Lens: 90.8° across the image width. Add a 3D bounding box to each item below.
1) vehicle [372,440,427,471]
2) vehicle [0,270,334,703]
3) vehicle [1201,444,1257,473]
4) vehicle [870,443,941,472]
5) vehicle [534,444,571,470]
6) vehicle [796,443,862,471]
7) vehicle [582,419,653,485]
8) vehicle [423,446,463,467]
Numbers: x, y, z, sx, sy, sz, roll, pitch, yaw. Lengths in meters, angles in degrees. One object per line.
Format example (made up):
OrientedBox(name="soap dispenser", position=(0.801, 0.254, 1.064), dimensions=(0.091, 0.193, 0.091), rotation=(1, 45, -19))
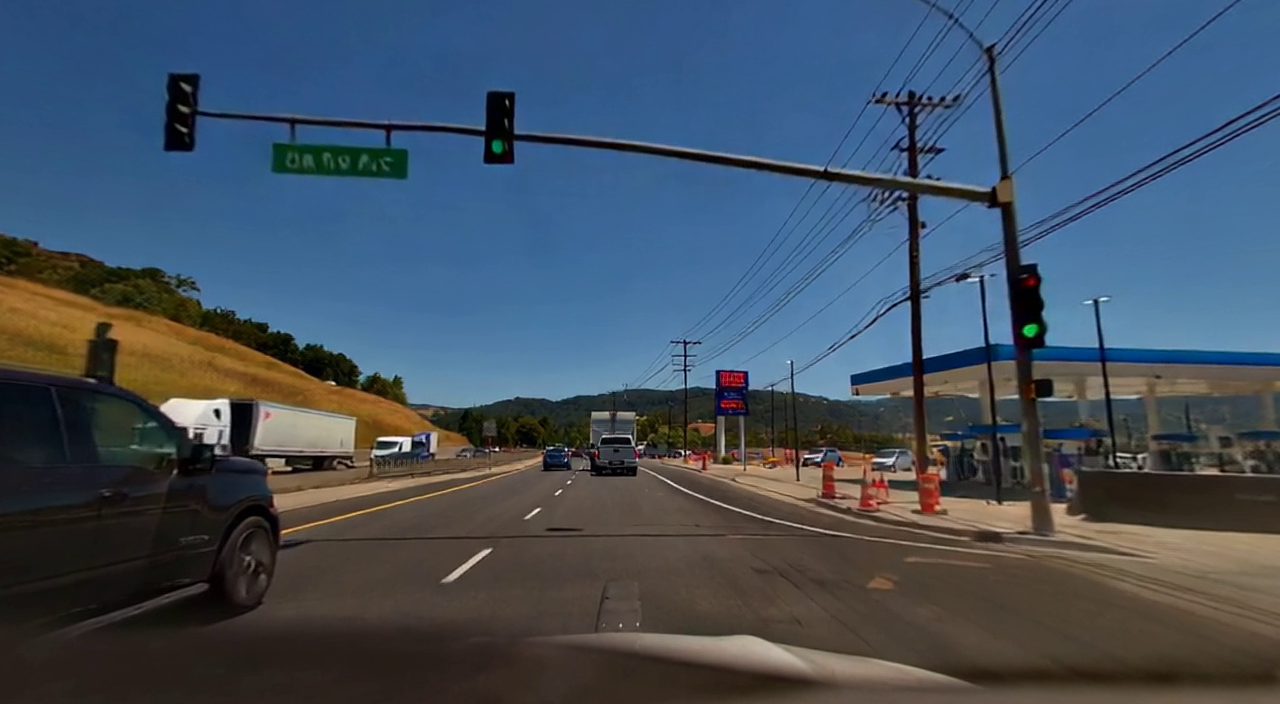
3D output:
OrientedBox(name="vehicle", position=(-14.850, 6.362, 39.189), dimensions=(1.991, 1.803, 4.100), rotation=(0, -8, -4))
OrientedBox(name="vehicle", position=(-3.795, 0.663, 2.452), dimensions=(2.345, 2.012, 5.693), rotation=(0, -8, 0))
OrientedBox(name="vehicle", position=(34.348, 6.160, 36.806), dimensions=(3.770, 1.581, 1.764), rotation=(6, -10, -39))
OrientedBox(name="vehicle", position=(18.584, 7.287, 44.109), dimensions=(5.424, 1.844, 2.255), rotation=(7, -10, -41))
OrientedBox(name="vehicle", position=(-5.396, 6.499, 39.416), dimensions=(1.972, 1.496, 4.150), rotation=(0, -8, -3))
OrientedBox(name="vehicle", position=(13.776, 7.554, 45.801), dimensions=(5.331, 1.917, 2.166), rotation=(7, -11, -44))
OrientedBox(name="vehicle", position=(-0.924, 3.872, 24.891), dimensions=(2.486, 2.280, 5.291), rotation=(0, -8, -3))
OrientedBox(name="vehicle", position=(-15.306, 8.109, 49.259), dimensions=(1.993, 1.455, 3.967), rotation=(0, -8, -3))
